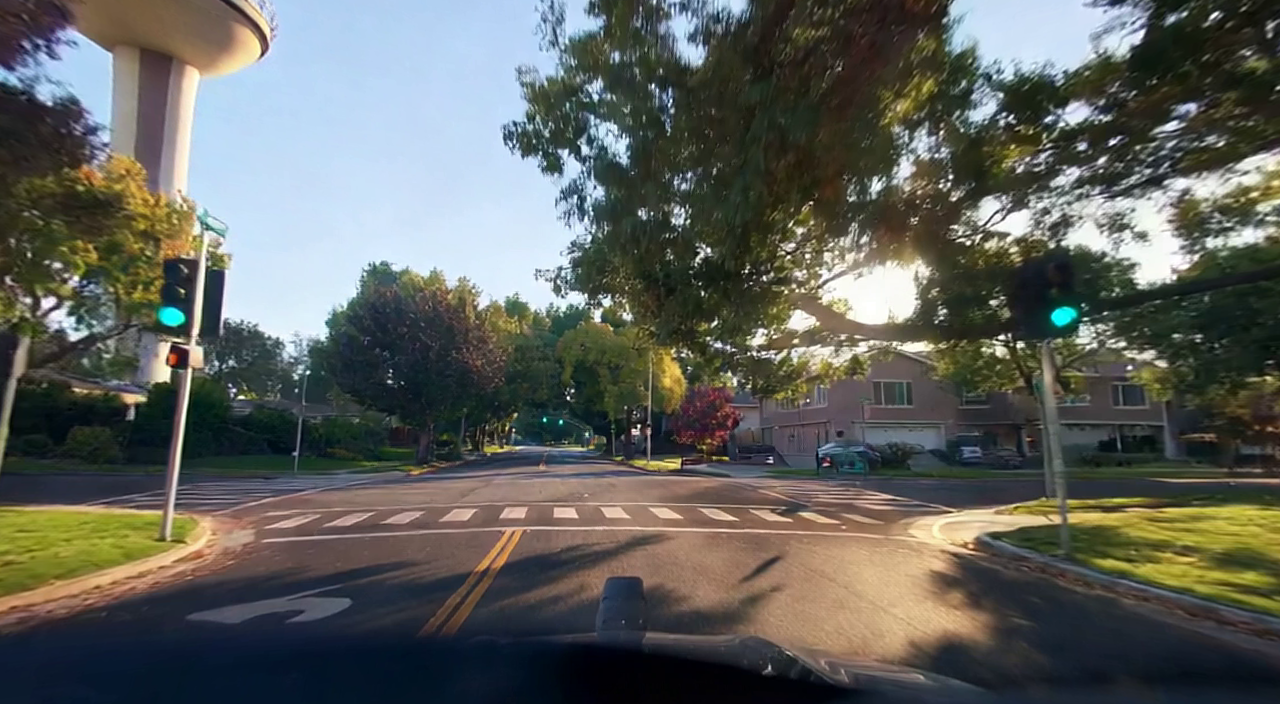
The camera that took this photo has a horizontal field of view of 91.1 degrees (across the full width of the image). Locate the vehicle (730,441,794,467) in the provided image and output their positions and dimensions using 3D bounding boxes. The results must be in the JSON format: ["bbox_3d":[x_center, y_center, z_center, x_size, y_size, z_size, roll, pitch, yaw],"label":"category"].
[{"bbox_3d":[6.863,5.749,35.493,3.191,1.365,1.458,-5,-9,30],"label":"vehicle"}]

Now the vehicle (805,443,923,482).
[{"bbox_3d":[9.764,4.835,27.634,4.448,1.637,1.881,0,-9,0],"label":"vehicle"}]
